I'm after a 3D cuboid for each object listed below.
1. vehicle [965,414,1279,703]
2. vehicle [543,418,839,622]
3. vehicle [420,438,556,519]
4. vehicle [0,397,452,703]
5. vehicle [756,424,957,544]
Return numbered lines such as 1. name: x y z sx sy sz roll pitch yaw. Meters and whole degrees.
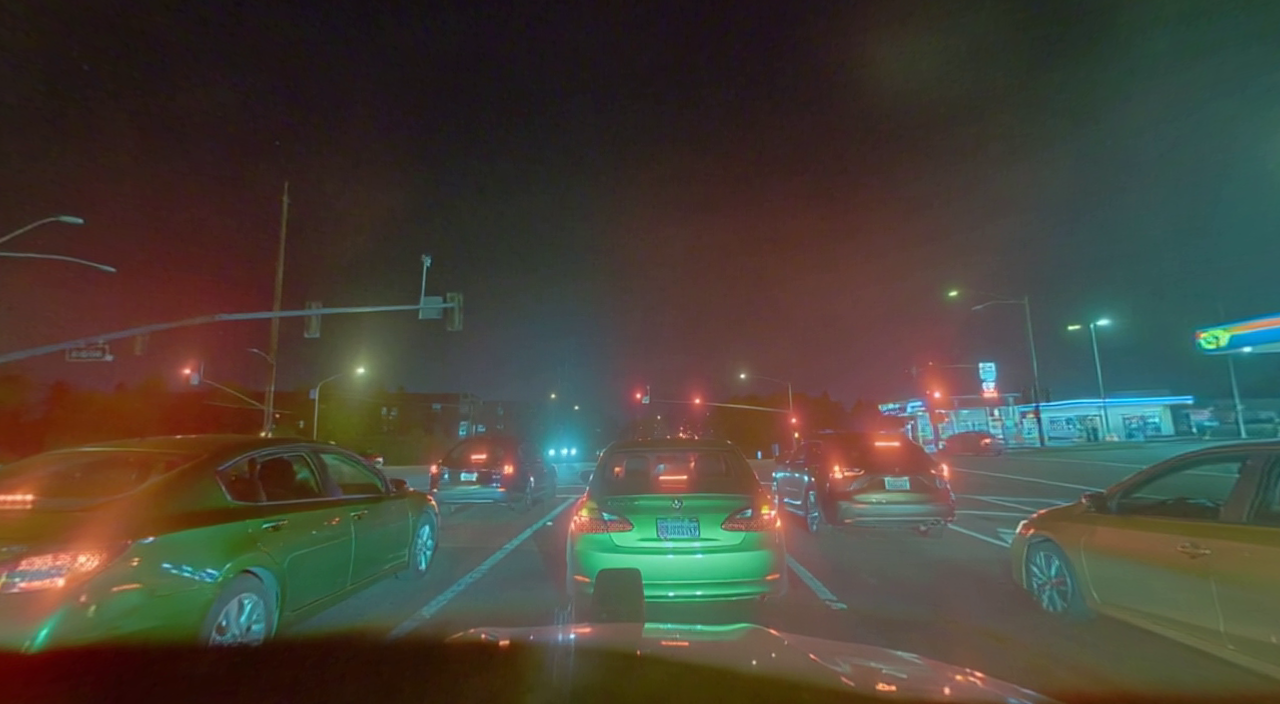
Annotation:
1. vehicle: 4.176 1.135 3.614 1.950 1.497 4.686 0 -9 -3
2. vehicle: 0.326 1.585 6.950 2.220 1.507 4.317 0 -9 -2
3. vehicle: -3.077 2.645 13.709 1.867 1.474 4.237 0 -9 1
4. vehicle: -3.011 1.248 4.625 1.887 1.493 4.255 0 -9 1
5. vehicle: 3.373 2.128 10.797 1.947 1.630 4.127 0 -9 0
